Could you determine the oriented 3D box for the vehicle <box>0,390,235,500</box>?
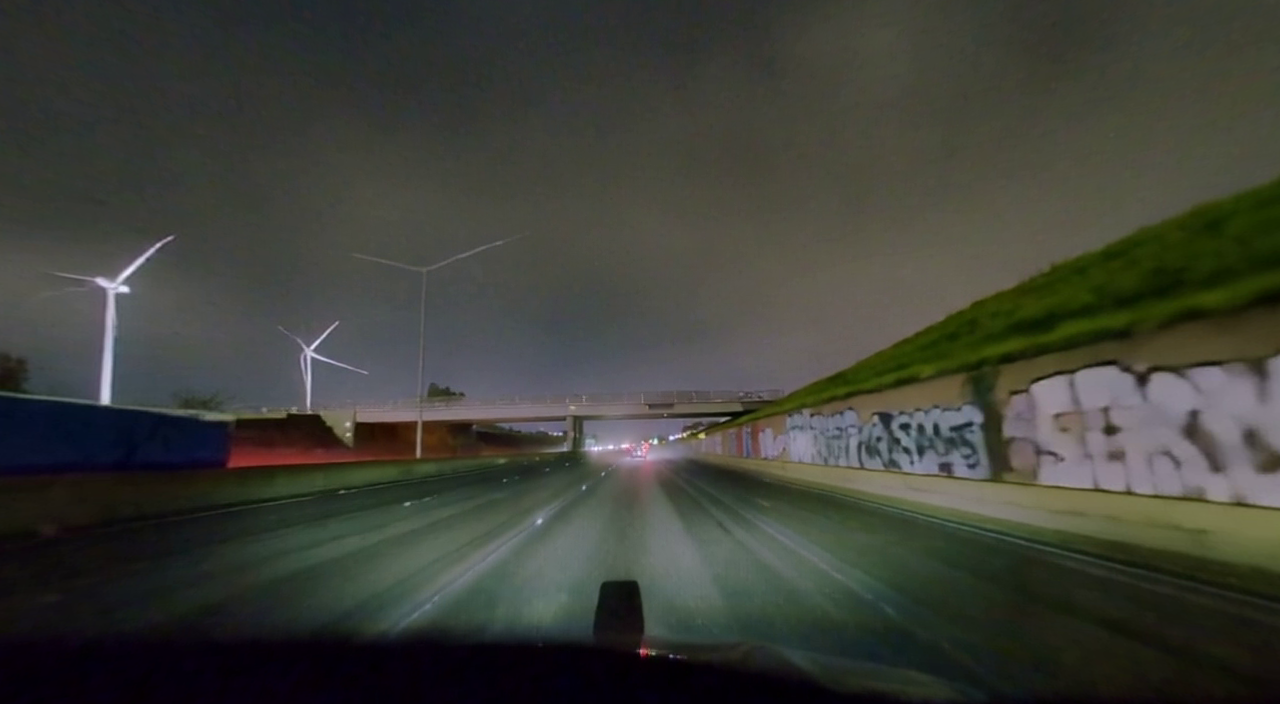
[{"bbox_3d":[-23.074,3.867,25.910,2.996,3.684,15.096,0,-9,0],"label":"vehicle"}]
